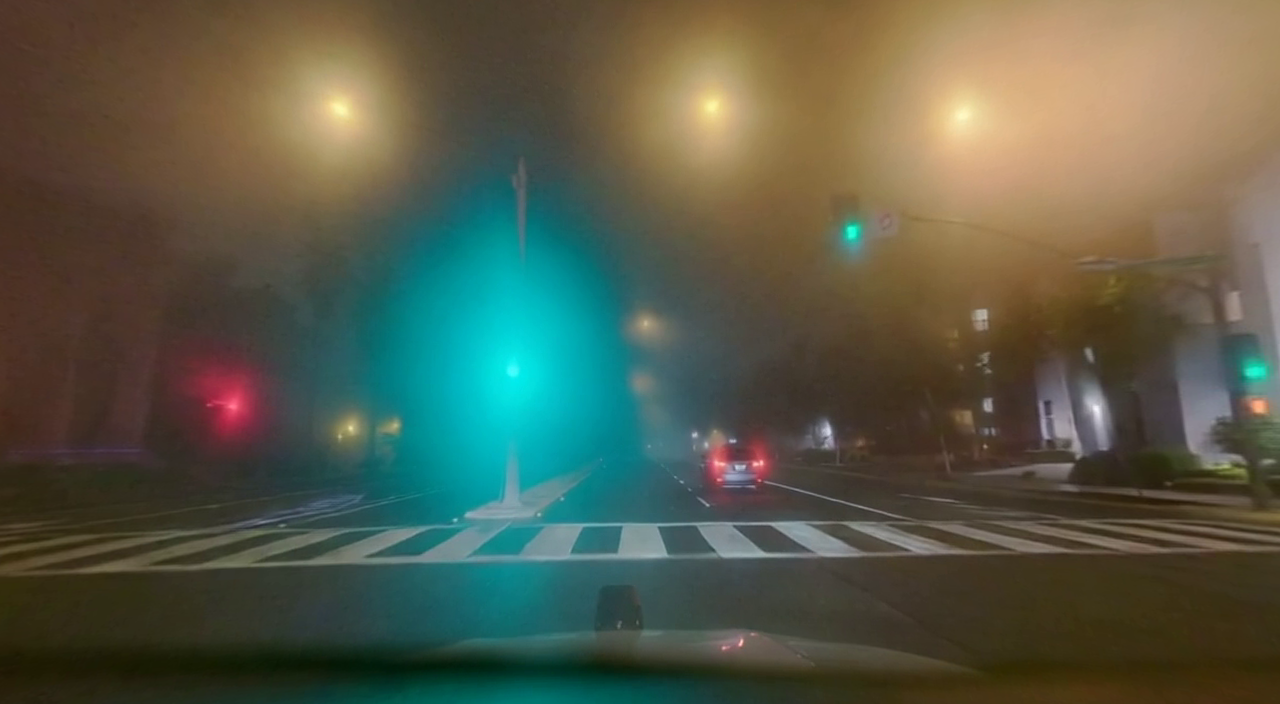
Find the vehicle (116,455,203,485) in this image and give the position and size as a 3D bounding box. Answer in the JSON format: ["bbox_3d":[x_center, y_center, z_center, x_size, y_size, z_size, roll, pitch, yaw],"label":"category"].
[{"bbox_3d":[-32.754,8.006,43.312,2.095,1.837,5.014,0,-9,-2],"label":"vehicle"}]

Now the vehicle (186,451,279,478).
[{"bbox_3d":[-27.094,7.496,42.160,4.734,1.717,2.095,0,-8,1],"label":"vehicle"}]

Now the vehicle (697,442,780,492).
[{"bbox_3d":[3.093,3.710,20.770,1.964,1.448,4.295,0,-8,-1],"label":"vehicle"}]
